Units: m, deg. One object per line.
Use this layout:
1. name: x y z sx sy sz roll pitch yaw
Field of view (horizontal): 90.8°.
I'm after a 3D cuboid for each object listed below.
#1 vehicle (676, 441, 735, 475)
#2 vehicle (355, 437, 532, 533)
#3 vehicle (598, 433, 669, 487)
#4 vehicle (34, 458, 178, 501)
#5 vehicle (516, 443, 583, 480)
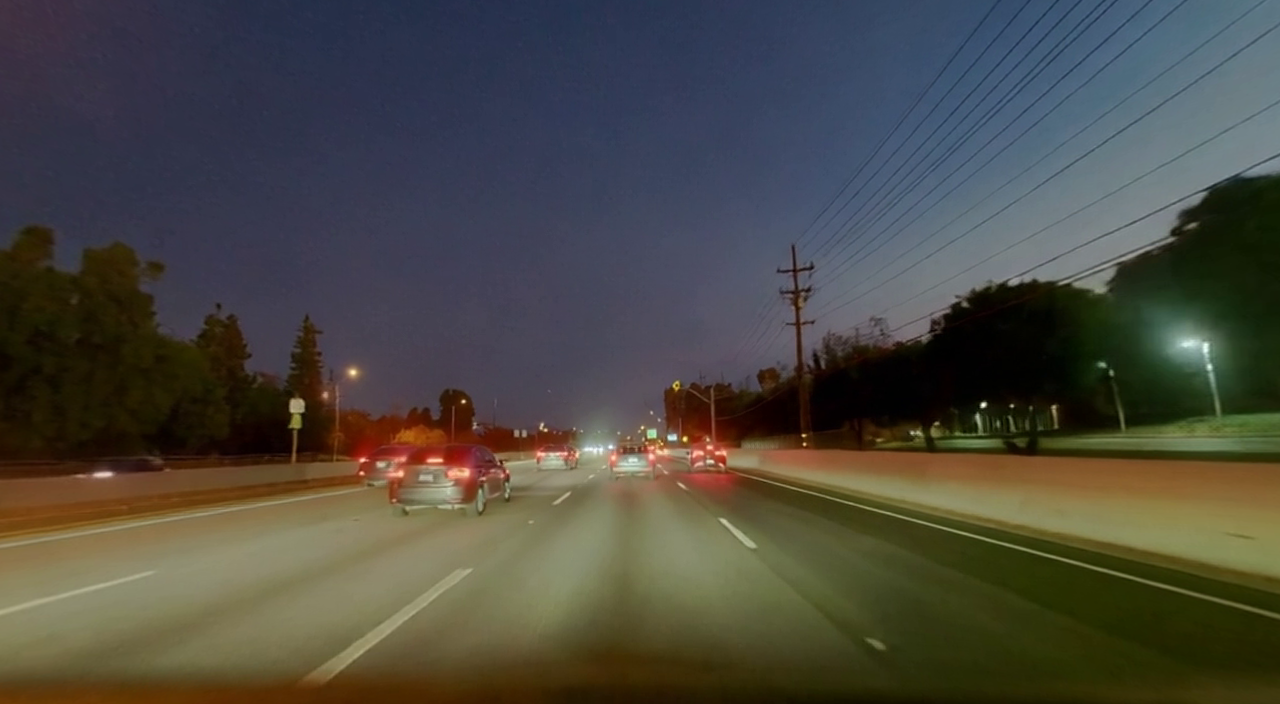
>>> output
1. vehicle: 3.004 4.961 29.932 2.197 1.464 4.356 0 -8 -2
2. vehicle: -3.386 2.357 11.908 1.958 1.447 4.454 0 -8 -1
3. vehicle: -0.217 3.746 22.258 2.284 1.699 4.168 0 -8 0
4. vehicle: -22.122 5.251 26.476 2.048 1.530 4.605 0 -8 -1
5. vehicle: -3.794 4.661 27.290 2.203 1.425 4.610 0 -8 0
